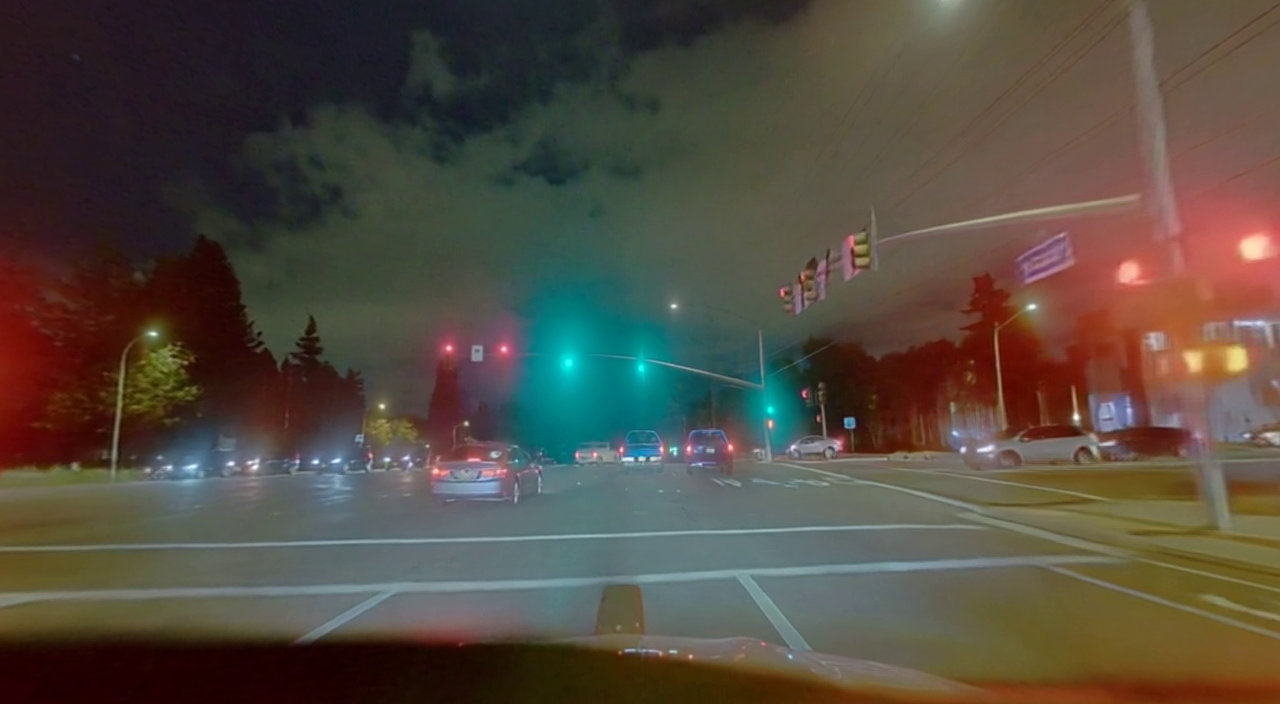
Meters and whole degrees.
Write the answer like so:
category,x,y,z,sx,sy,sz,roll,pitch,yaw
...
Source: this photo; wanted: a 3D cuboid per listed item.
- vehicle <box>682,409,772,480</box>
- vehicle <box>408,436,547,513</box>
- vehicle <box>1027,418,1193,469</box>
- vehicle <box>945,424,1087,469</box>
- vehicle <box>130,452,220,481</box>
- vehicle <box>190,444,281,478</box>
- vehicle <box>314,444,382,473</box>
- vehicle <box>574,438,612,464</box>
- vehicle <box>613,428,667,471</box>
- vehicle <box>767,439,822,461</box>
category,x,y,z,sx,sy,sz,roll,pitch,yaw
vehicle,3.527,4.008,27.414,2.905,2.636,6.895,0,-8,0
vehicle,-3.560,2.760,14.794,1.939,1.494,4.499,0,-8,2
vehicle,17.390,3.419,23.474,4.782,1.768,2.152,2,-9,-11
vehicle,15.439,3.918,26.080,4.681,1.756,2.109,2,-9,-9
vehicle,-28.056,6.911,38.323,1.985,1.609,4.536,-1,-9,1
vehicle,-24.438,6.601,38.411,2.224,1.759,4.994,-4,-9,0
vehicle,-17.996,6.547,39.179,1.958,1.683,4.559,-1,-8,2
vehicle,-3.316,7.161,45.779,2.273,1.749,4.385,0,-8,2
vehicle,0.129,5.259,34.226,2.643,2.145,5.585,-1,-8,3
vehicle,12.059,7.713,49.612,2.010,1.633,4.246,3,-9,-21
